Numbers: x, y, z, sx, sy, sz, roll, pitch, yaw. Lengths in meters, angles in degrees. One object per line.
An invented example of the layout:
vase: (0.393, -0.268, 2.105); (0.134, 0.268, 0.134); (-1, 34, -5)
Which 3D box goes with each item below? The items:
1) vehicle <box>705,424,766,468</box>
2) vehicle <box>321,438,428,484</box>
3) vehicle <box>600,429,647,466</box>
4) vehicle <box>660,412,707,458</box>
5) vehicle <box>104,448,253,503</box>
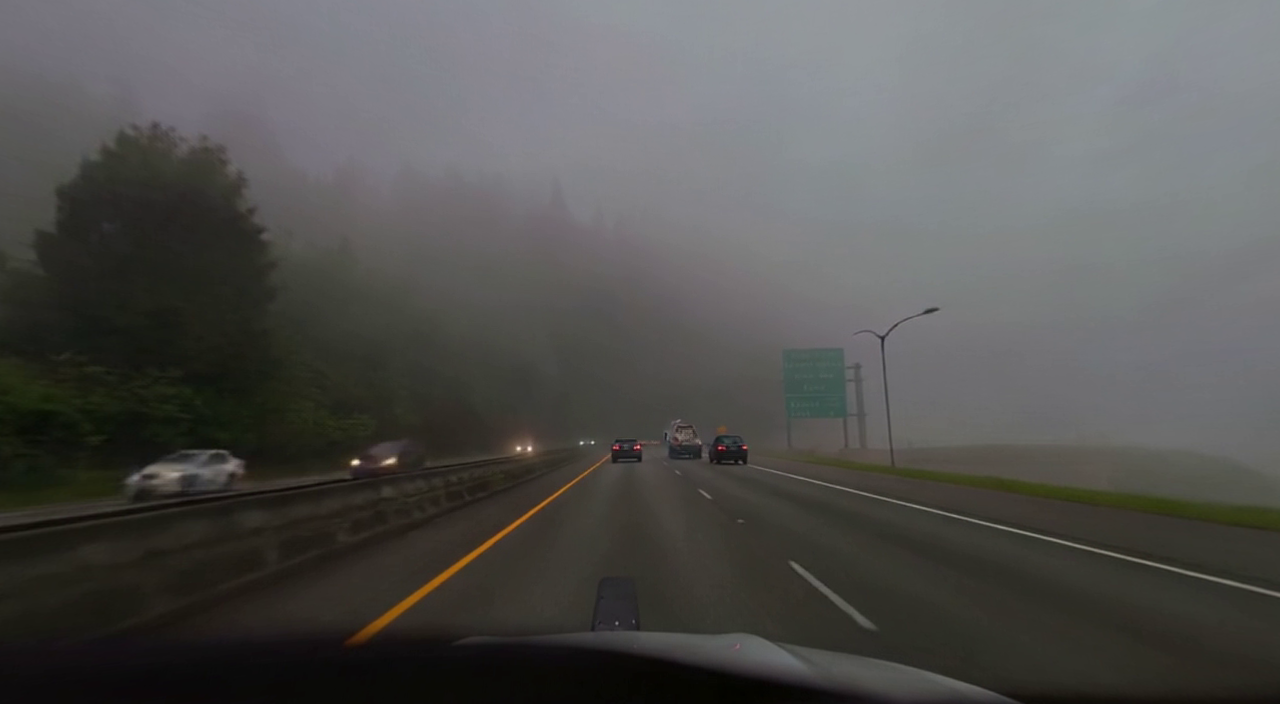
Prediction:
vehicle: (4.375, 4.379, 29.668); (2.073, 1.905, 4.023); (0, -8, -3)
vehicle: (-9.776, 3.995, 23.629); (2.163, 1.522, 4.269); (0, -8, 0)
vehicle: (-0.819, 4.744, 31.582); (2.206, 1.681, 4.111); (0, -8, -1)
vehicle: (3.029, 6.058, 45.884); (2.728, 3.053, 7.708); (0, -8, -1)
vehicle: (-14.043, 3.737, 19.492); (1.806, 1.418, 3.732); (0, -8, -1)
